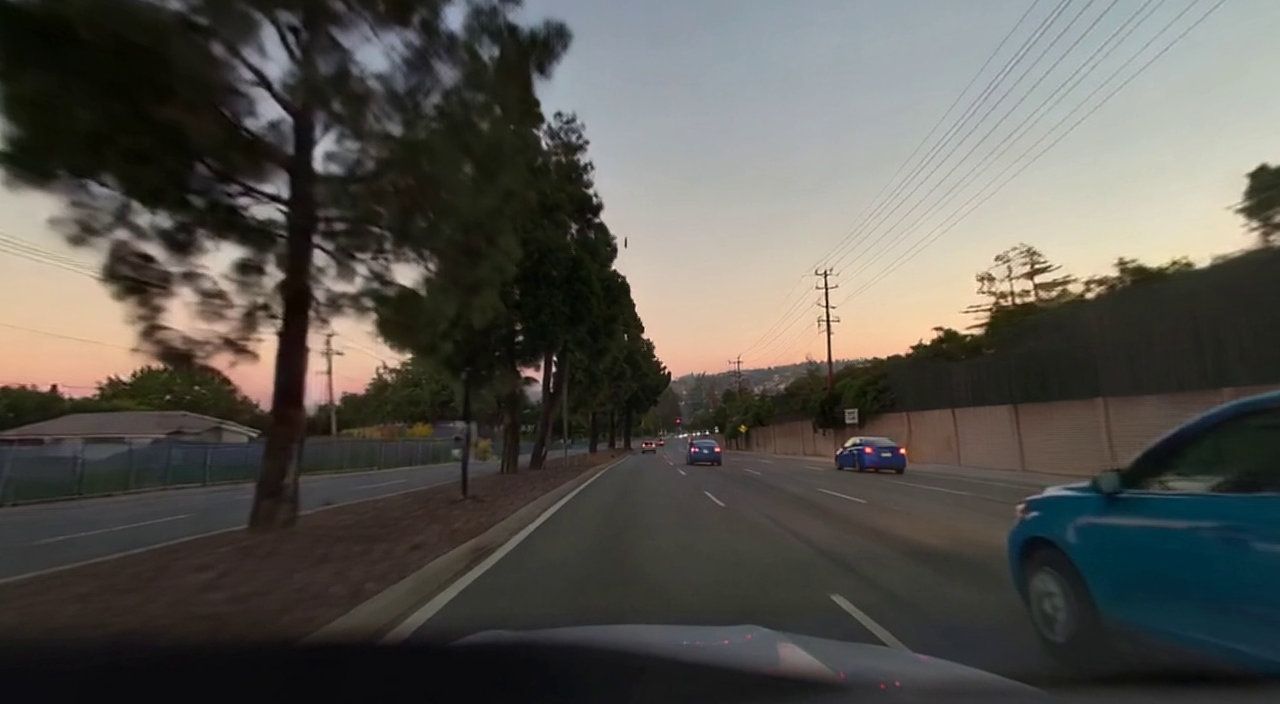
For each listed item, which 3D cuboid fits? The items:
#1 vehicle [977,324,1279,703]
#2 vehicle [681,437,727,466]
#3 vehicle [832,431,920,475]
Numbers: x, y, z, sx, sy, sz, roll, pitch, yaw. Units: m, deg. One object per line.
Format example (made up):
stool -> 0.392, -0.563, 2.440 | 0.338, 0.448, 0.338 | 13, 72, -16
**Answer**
vehicle -> 3.626, 0.757, 2.376 | 2.176, 1.752, 4.628 | 0, -8, 1
vehicle -> 3.489, 5.508, 34.952 | 2.063, 1.481, 4.247 | 0, -8, 0
vehicle -> 9.936, 4.294, 26.942 | 1.978, 1.700, 4.461 | 0, -8, 0
